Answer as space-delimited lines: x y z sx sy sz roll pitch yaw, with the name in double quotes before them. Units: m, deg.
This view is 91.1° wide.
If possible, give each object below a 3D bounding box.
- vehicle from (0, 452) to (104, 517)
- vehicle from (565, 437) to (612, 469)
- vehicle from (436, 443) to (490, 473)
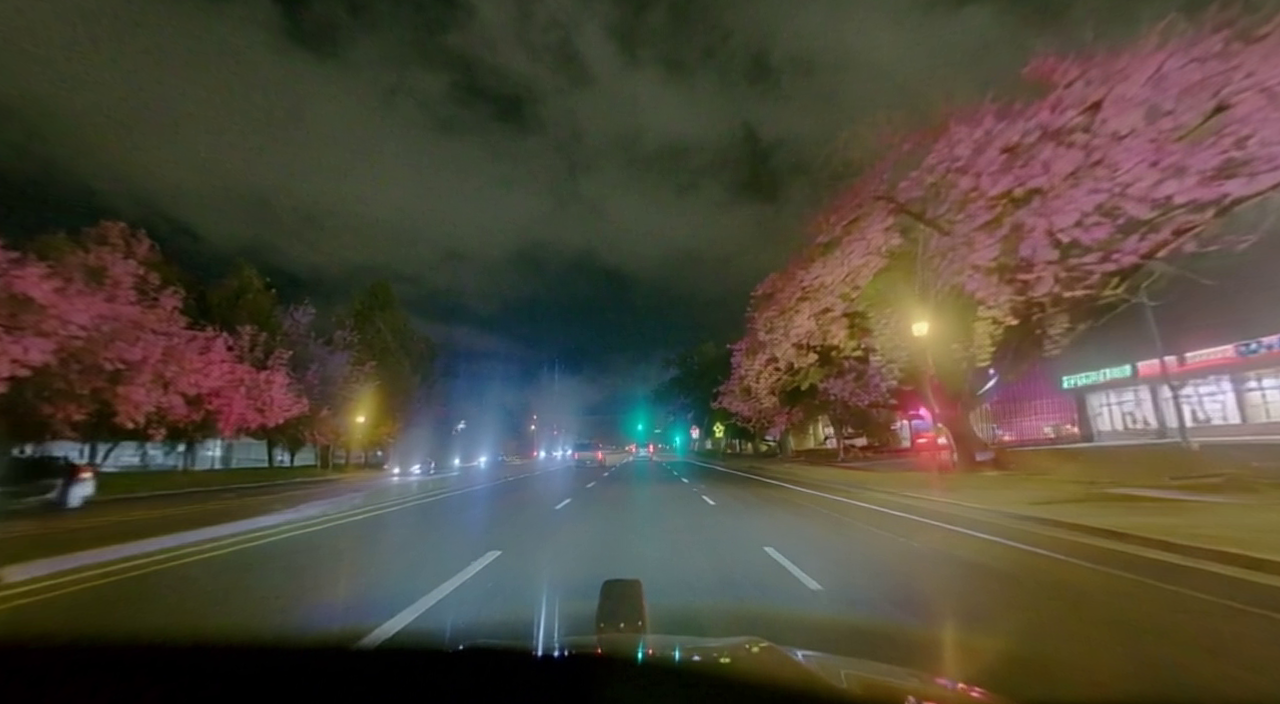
"vehicle" -18.273 3.716 17.754 2.111 1.702 4.543 0 -8 1
"vehicle" -3.155 6.366 39.769 2.453 1.844 4.751 0 -8 1
"vehicle" -11.411 6.840 40.869 2.049 1.797 4.679 0 -8 1
